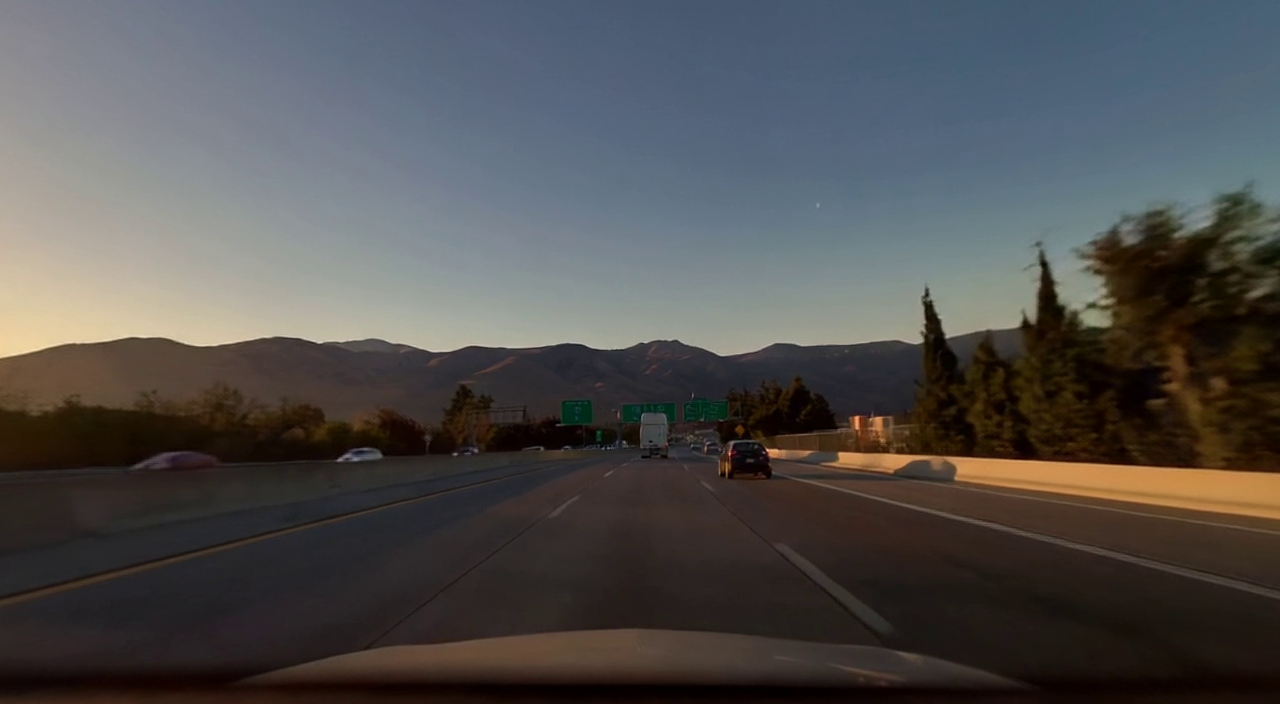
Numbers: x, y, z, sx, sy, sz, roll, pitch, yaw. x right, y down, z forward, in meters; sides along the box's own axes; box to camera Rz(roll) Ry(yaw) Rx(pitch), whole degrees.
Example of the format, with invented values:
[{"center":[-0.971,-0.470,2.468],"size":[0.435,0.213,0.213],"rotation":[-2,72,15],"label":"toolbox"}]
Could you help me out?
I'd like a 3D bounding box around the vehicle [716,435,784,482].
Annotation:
[{"center":[4.068,3.995,23.936],"size":[1.880,1.624,3.941],"rotation":[0,-8,0],"label":"vehicle"}]
